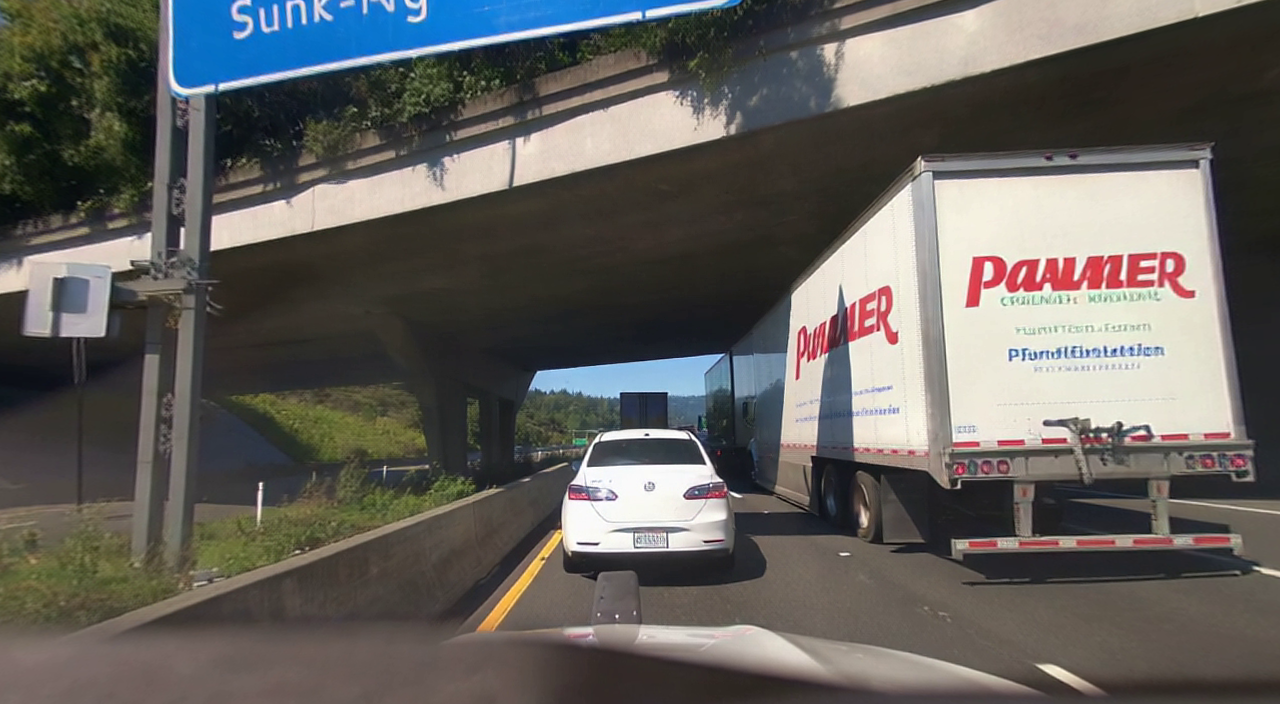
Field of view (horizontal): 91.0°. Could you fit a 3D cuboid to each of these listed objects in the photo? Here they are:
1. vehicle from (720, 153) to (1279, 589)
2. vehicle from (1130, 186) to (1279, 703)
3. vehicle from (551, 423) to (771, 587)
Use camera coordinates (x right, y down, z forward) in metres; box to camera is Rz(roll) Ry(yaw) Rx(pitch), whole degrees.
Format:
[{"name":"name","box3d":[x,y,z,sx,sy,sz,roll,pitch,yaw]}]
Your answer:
[{"name":"vehicle","box3d":[4.193,1.068,12.968,2.827,4.081,14.305,0,-8,-1]},{"name":"vehicle","box3d":[4.729,0.120,0.643,2.892,2.615,6.650,0,-8,-2]},{"name":"vehicle","box3d":[0.181,1.687,7.722,2.045,1.490,3.597,-1,-8,0]}]
